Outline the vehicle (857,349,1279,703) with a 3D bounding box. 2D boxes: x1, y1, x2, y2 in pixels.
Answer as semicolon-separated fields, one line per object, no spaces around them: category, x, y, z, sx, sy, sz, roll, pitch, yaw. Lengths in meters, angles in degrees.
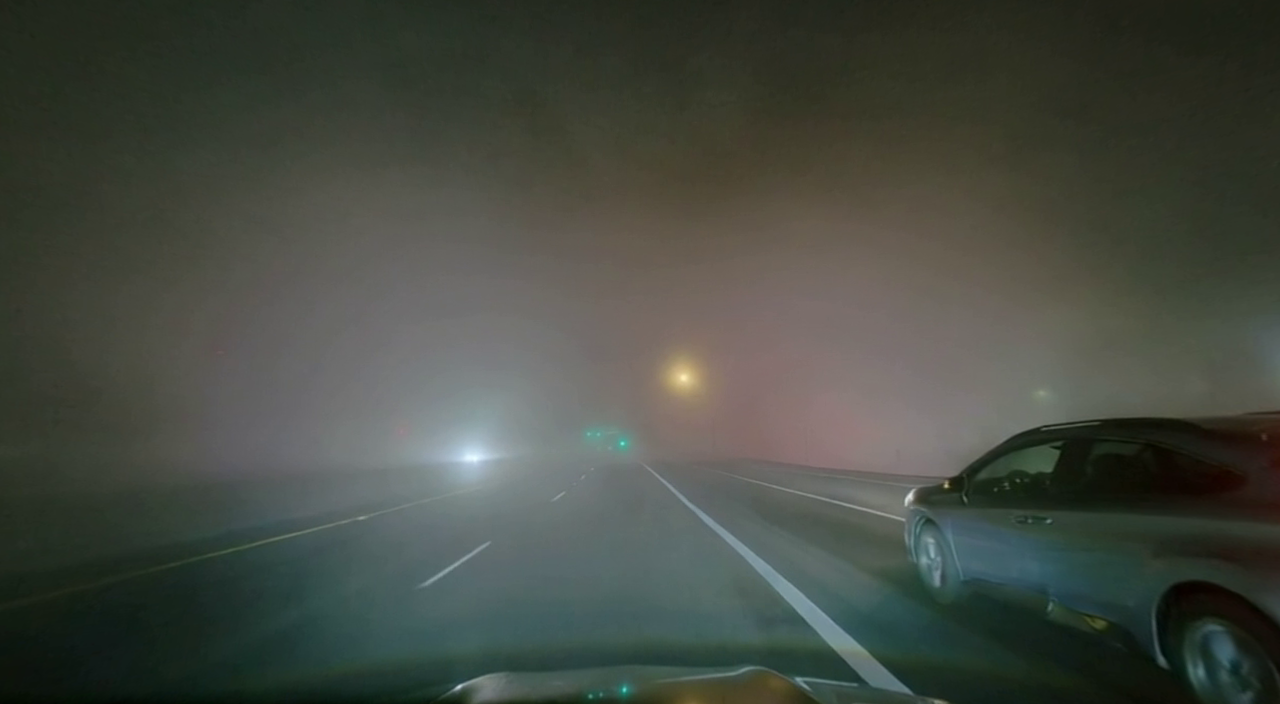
vehicle;3.207;1.032;3.803;2.104;1.575;4.698;-1;-9;0
